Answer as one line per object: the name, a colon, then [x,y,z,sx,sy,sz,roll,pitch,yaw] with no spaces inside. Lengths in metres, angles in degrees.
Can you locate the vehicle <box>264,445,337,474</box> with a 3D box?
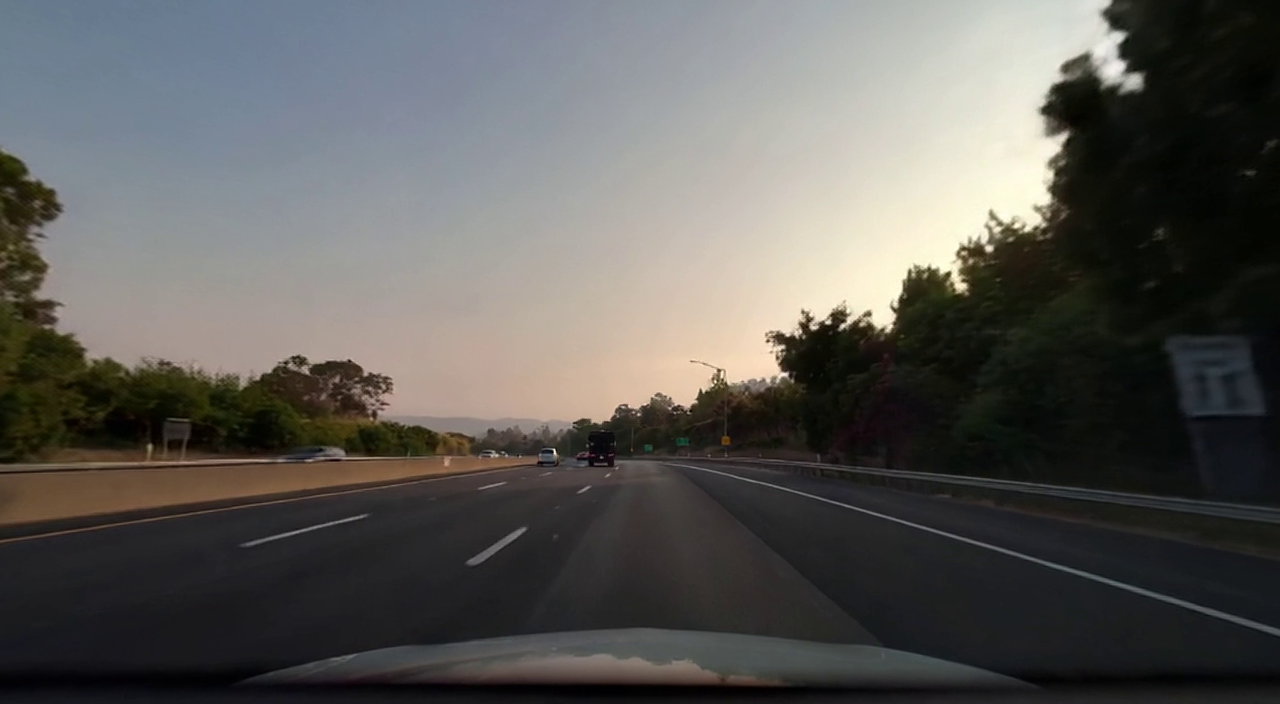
vehicle: [-21.034,6.668,39.323,1.989,1.658,4.584,0,-9,0]
